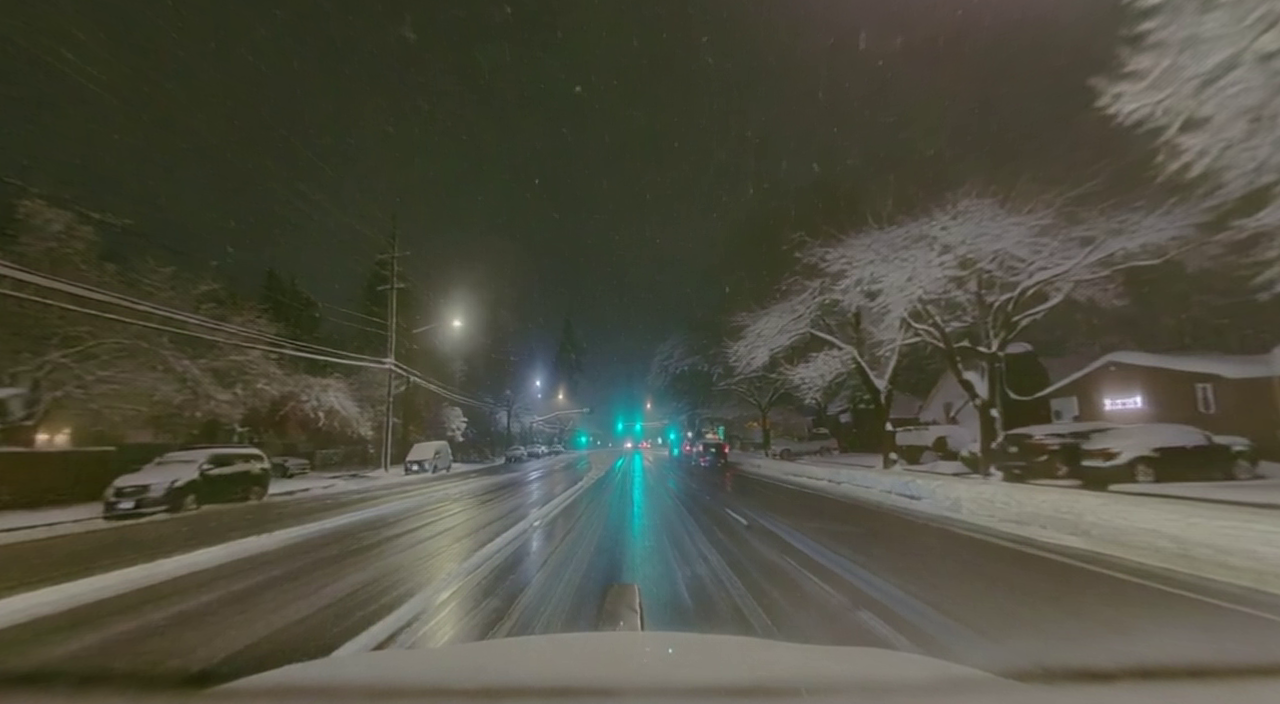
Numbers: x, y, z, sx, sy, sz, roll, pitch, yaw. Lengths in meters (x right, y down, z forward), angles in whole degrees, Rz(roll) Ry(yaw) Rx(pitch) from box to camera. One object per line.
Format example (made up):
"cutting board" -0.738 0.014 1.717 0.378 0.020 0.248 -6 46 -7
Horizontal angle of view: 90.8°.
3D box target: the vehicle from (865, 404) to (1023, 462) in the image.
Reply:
"vehicle" 12.899 3.482 27.090 5.472 2.340 2.418 0 -8 -2

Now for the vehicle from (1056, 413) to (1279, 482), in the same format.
"vehicle" 12.644 2.249 14.973 4.183 1.516 1.884 0 -8 2

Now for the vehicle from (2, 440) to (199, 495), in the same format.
"vehicle" -18.724 4.011 22.148 4.837 1.808 2.176 0 -8 -1

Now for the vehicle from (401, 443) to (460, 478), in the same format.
"vehicle" -11.912 6.174 36.232 1.954 1.828 4.466 0 -8 -2

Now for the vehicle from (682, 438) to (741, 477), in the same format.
"vehicle" 3.036 4.576 27.601 1.983 1.557 4.078 0 -8 -1

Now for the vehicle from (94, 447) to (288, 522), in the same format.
"vehicle" -11.840 3.458 17.194 1.822 1.699 4.791 0 -8 -2

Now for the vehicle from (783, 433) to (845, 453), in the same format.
"vehicle" 13.435 7.048 48.916 4.162 1.544 1.812 1 -8 -4
